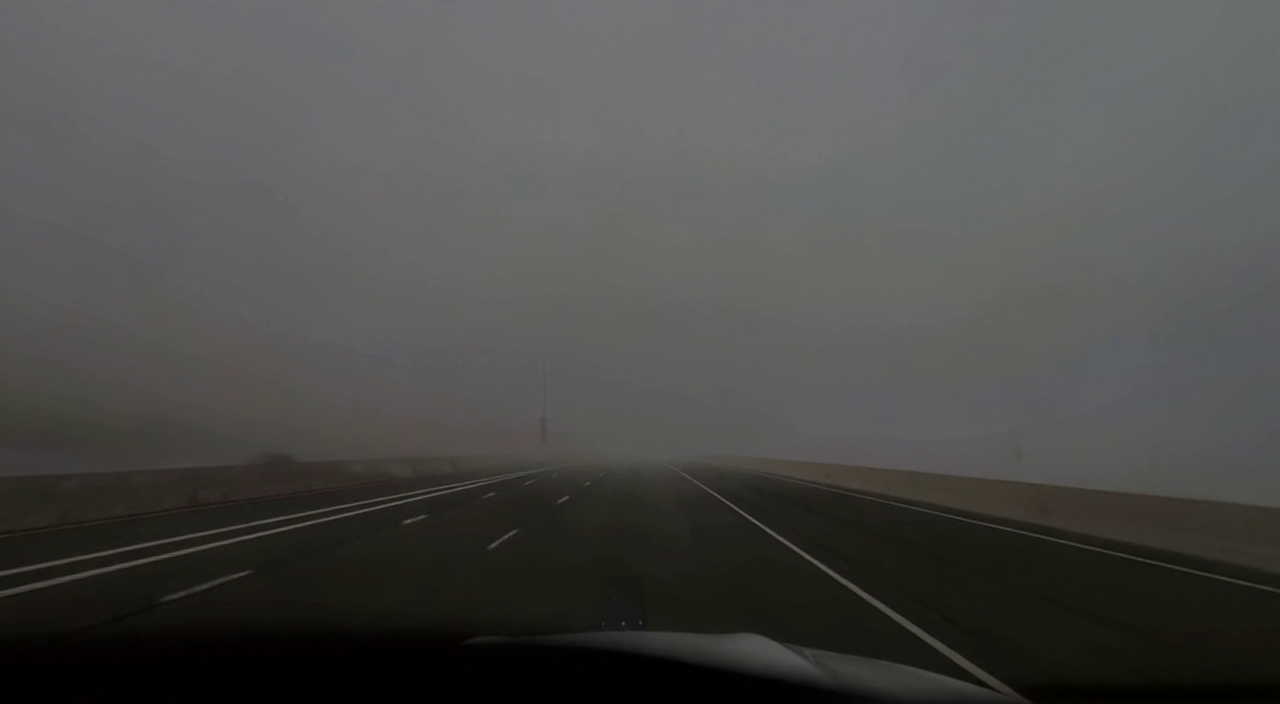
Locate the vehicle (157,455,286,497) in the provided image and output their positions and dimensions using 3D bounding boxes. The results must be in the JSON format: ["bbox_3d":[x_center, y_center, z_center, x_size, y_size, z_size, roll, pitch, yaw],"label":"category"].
[{"bbox_3d":[-16.661,4.910,25.437,1.874,1.474,4.784,0,-9,1],"label":"vehicle"}]
